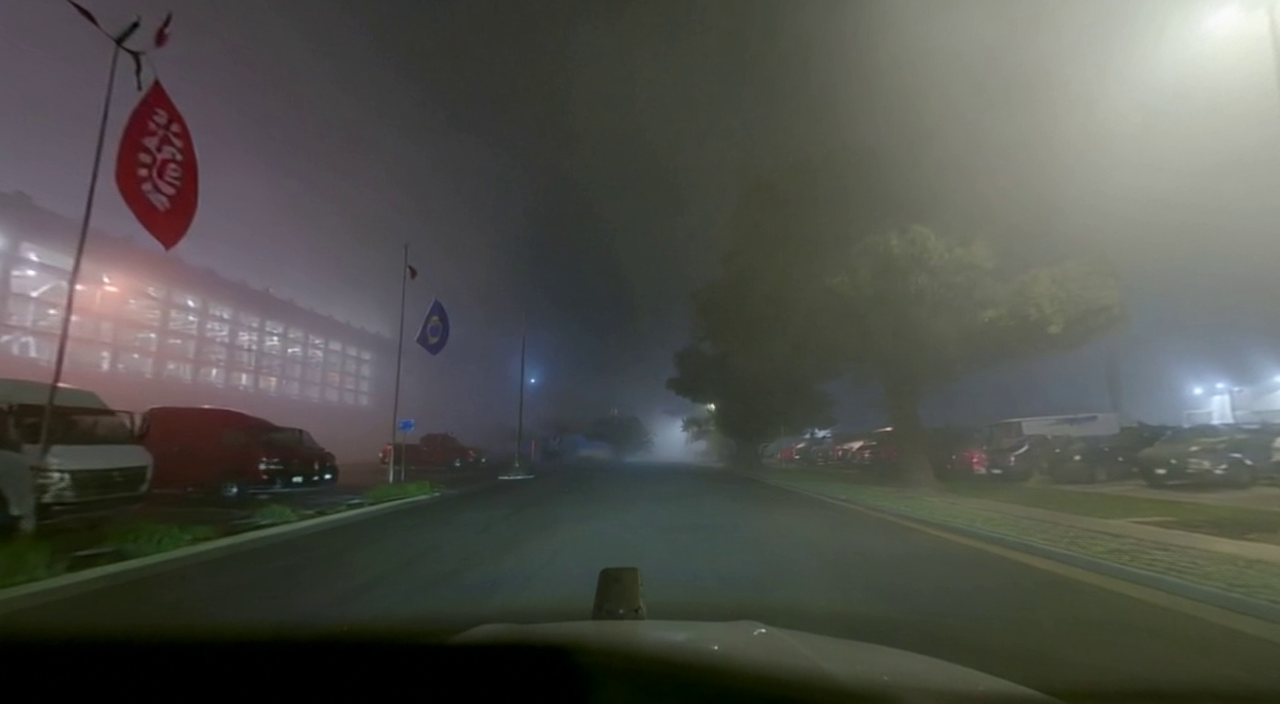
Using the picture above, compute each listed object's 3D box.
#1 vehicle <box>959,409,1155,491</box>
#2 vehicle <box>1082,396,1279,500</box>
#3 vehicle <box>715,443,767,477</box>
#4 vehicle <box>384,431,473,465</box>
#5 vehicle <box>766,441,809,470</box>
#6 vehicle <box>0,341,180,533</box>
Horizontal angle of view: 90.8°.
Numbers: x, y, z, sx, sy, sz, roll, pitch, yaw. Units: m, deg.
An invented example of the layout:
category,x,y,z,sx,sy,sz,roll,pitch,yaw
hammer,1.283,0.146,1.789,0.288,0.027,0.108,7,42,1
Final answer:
category,x,y,z,sx,sy,sz,roll,pitch,yaw
vehicle,10.836,2.662,16.353,5.138,1.778,2.034,8,-15,-31
vehicle,11.906,2.017,12.932,5.194,1.769,2.262,5,-11,-25
vehicle,5.241,5.647,33.308,2.026,1.659,4.314,0,-8,1
vehicle,-13.197,5.951,39.320,5.672,1.963,2.189,-6,-10,34
vehicle,9.562,6.636,40.697,2.021,1.753,4.342,-3,-9,21
vehicle,-11.153,1.397,10.437,5.254,2.811,2.188,0,-8,1
